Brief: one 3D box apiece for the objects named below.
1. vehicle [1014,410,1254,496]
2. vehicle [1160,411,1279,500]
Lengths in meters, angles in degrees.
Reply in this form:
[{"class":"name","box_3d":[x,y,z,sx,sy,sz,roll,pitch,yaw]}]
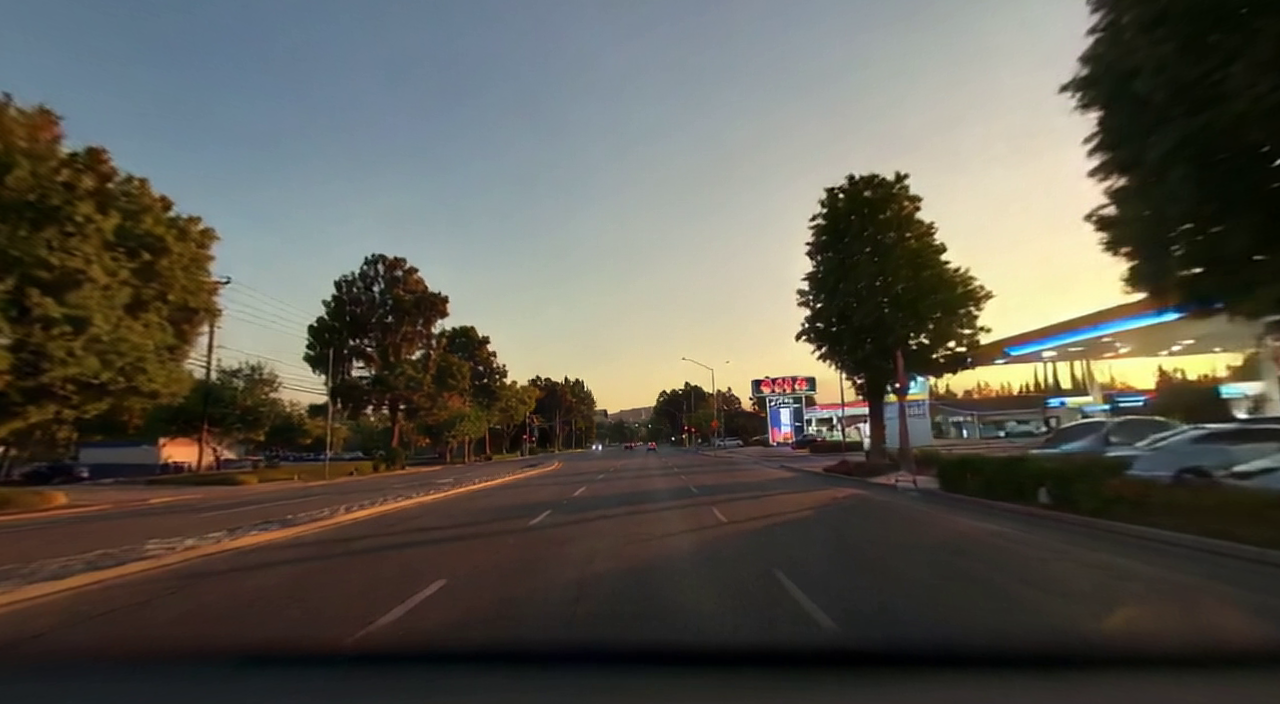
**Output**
[{"class":"vehicle","box_3d":[12.354,2.575,16.390,1.983,1.727,5.085,-4,-8,-1]},{"class":"vehicle","box_3d":[12.026,1.840,11.222,1.812,1.517,4.424,0,-8,1]}]
